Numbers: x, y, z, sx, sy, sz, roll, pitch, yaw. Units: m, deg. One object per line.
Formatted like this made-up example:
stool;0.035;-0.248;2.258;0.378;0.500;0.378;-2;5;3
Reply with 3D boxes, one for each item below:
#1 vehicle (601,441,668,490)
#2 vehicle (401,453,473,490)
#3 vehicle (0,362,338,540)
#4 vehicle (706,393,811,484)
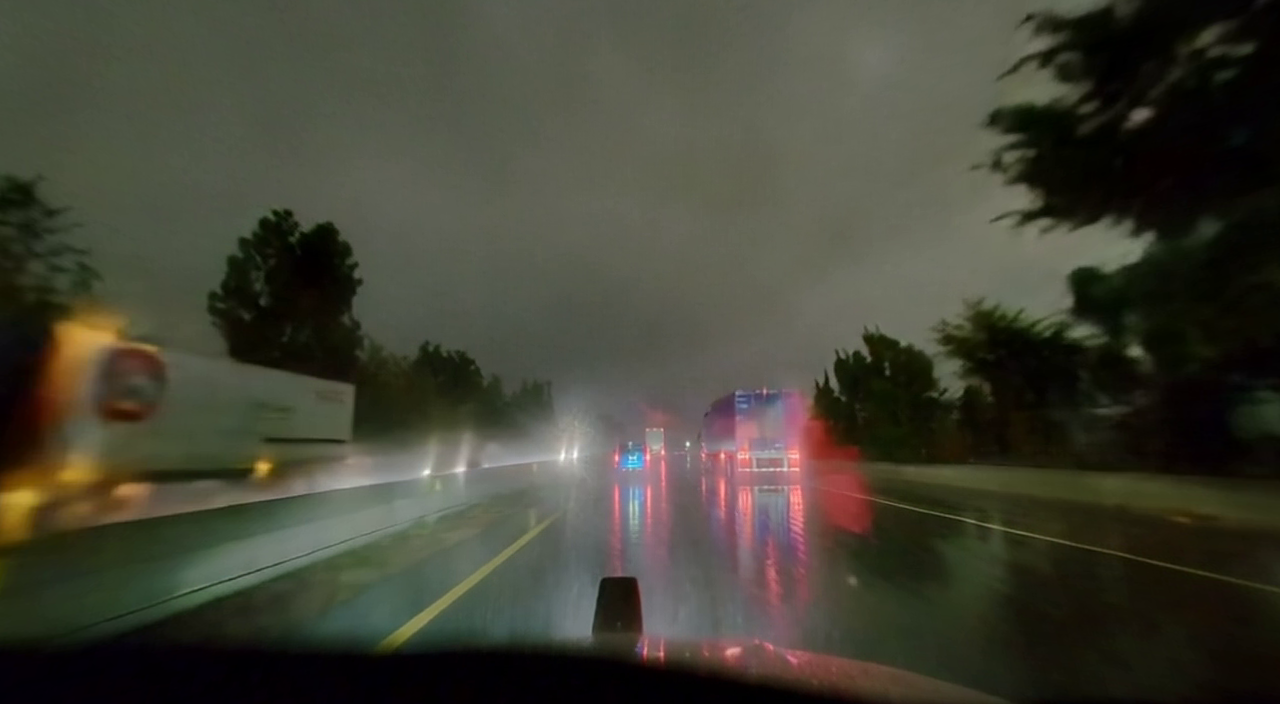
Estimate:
vehicle;-0.191;3.821;21.362;2.066;1.490;3.759;0;-9;-1
vehicle;-8.949;5.282;28.012;1.941;1.513;3.779;-1;-9;0
vehicle;-13.409;2.743;17.482;3.243;3.224;13.889;0;-9;-1
vehicle;4.599;3.629;26.037;2.791;3.201;7.145;0;-9;-1
